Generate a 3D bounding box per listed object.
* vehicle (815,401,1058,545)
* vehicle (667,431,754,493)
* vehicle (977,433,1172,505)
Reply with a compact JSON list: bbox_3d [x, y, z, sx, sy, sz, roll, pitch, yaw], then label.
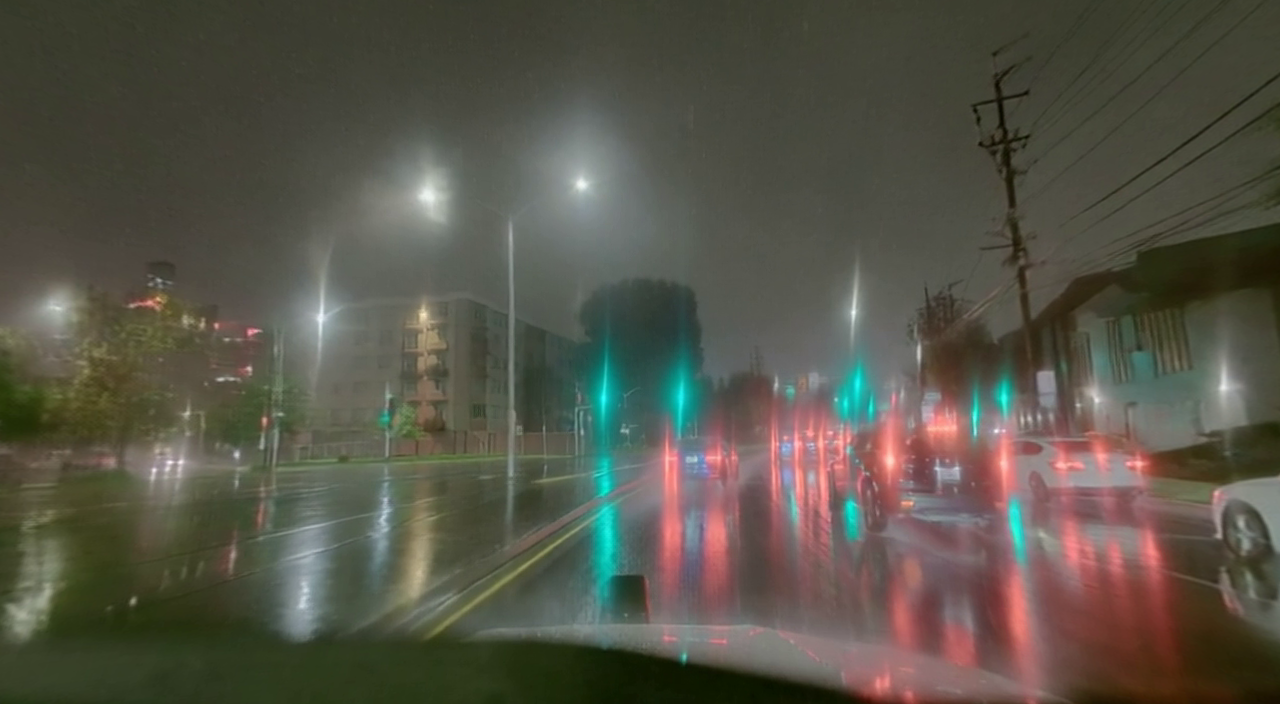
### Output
[{"bbox_3d":[4.464,1.900,10.556,2.119,1.810,4.848,-1,-8,6],"label":"vehicle"},{"bbox_3d":[2.084,3.084,17.998,2.168,1.527,4.174,-1,-9,8],"label":"vehicle"},{"bbox_3d":[10.165,2.746,15.282,1.882,1.463,4.543,-1,-9,7],"label":"vehicle"}]
